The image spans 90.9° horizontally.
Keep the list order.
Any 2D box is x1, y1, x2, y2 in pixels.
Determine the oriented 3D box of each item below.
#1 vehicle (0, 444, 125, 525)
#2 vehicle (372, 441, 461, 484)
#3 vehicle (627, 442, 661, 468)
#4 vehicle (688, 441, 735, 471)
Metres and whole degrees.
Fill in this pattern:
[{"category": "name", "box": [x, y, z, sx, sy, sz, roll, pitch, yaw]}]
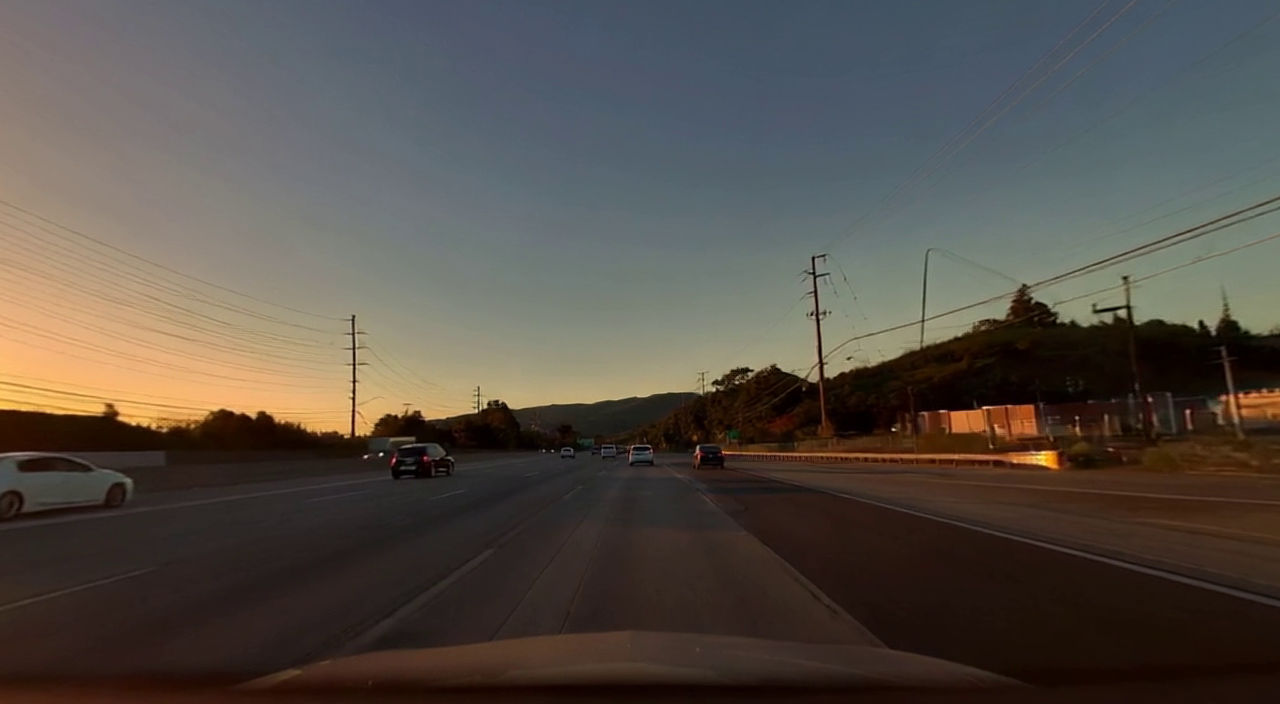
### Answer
[{"category": "vehicle", "box": [-14.409, 2.877, 13.906, 2.046, 1.674, 4.735, 0, -8, 1]}, {"category": "vehicle", "box": [-10.274, 5.104, 29.489, 2.241, 1.810, 4.966, -1, -8, 2]}, {"category": "vehicle", "box": [0.251, 6.387, 39.329, 2.036, 1.474, 3.969, 0, -8, 0]}, {"category": "vehicle", "box": [3.845, 5.689, 34.627, 2.060, 1.526, 4.387, 0, -8, 0]}]
